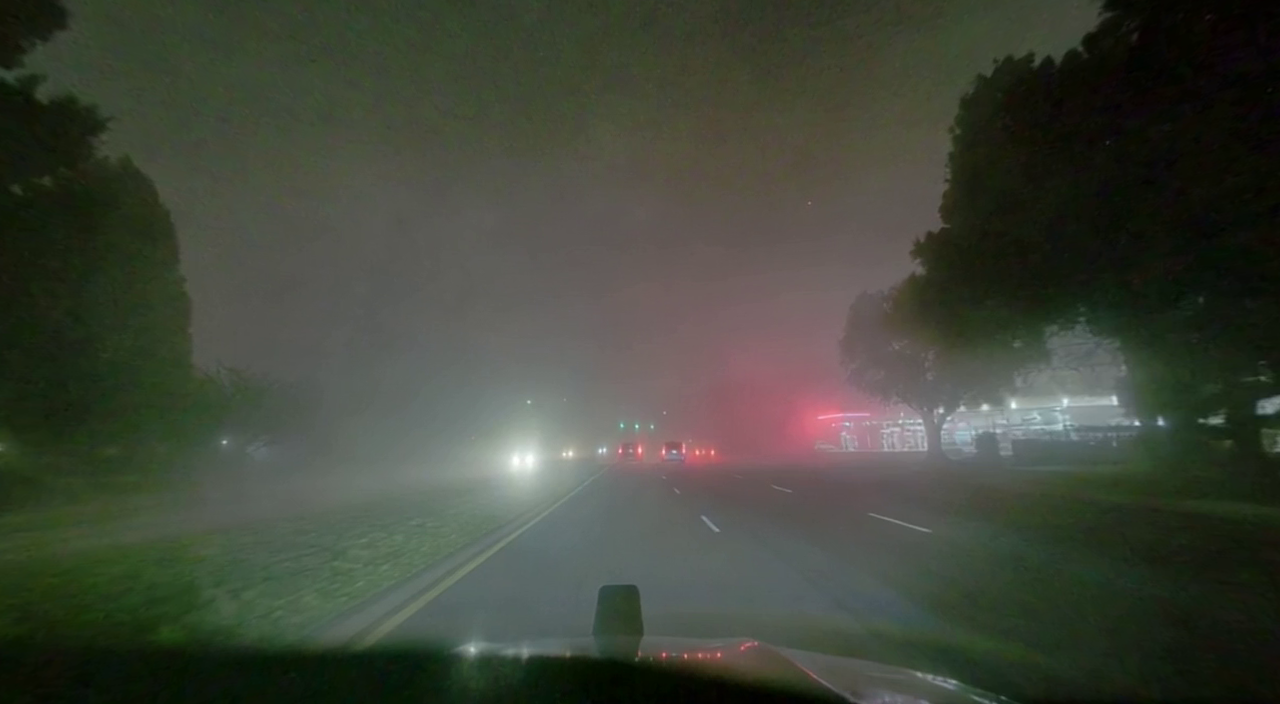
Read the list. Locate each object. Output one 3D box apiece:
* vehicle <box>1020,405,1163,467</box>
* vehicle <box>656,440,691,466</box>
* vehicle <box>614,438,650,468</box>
[{"bbox_3d":[28.996,5.403,40.564,8.711,3.678,2.870,3,-9,-21],"label":"vehicle"},{"bbox_3d":[2.366,7.361,46.281,2.140,1.800,4.660,0,-9,-2],"label":"vehicle"},{"bbox_3d":[-0.539,6.675,41.953,2.261,1.820,4.255,0,-9,-1],"label":"vehicle"}]
